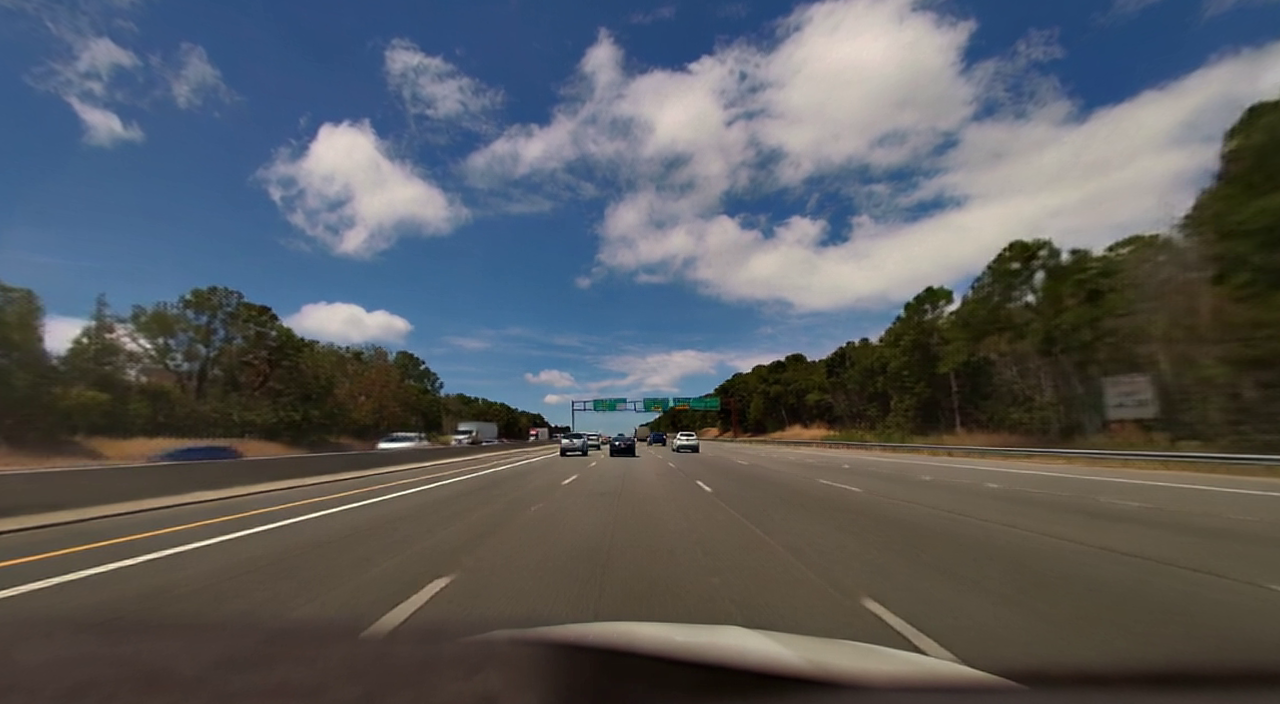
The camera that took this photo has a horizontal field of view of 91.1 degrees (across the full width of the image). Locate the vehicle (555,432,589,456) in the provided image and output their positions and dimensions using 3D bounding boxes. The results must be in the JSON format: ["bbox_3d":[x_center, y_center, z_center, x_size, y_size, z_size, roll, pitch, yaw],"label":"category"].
[{"bbox_3d":[-4.796,6.549,44.818,2.046,1.658,4.008,0,-8,0],"label":"vehicle"}]

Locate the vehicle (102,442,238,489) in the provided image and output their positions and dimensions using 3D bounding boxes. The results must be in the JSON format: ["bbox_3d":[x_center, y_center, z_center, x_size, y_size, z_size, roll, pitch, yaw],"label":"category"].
[{"bbox_3d":[-17.294,4.151,23.435,1.886,1.517,4.079,0,-8,0],"label":"vehicle"}]

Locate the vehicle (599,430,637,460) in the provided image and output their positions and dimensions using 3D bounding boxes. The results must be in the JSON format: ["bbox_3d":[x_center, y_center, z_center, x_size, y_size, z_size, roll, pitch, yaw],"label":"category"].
[{"bbox_3d":[-1.288,5.518,37.493,2.119,1.629,3.946,0,-8,-2],"label":"vehicle"}]

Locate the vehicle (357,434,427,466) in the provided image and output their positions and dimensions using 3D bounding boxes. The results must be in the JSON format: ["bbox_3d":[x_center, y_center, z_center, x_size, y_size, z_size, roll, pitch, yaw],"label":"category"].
[{"bbox_3d":[-14.127,5.588,36.092,2.066,1.693,4.782,0,-8,0],"label":"vehicle"}]

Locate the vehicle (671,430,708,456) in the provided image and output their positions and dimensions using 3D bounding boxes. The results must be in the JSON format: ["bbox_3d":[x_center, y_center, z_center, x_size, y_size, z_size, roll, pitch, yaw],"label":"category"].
[{"bbox_3d":[3.312,6.213,42.882,2.066,1.673,4.225,0,-8,-2],"label":"vehicle"}]
